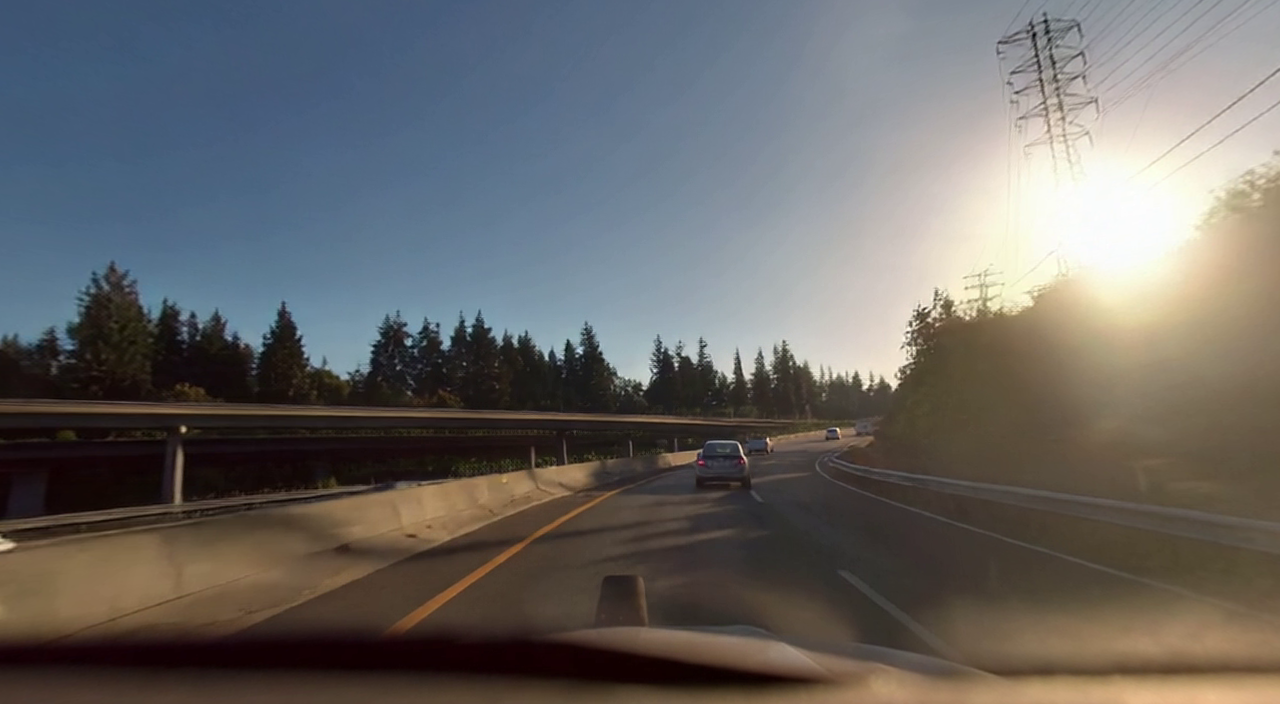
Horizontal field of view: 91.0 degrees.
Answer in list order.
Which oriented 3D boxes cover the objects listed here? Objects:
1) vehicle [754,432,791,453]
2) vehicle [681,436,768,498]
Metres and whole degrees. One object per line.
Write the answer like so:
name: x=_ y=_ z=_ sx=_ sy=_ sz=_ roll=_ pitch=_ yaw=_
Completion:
vehicle: x=9.992 y=6.800 z=47.371 sx=1.931 sy=1.485 sz=4.191 roll=-4 pitch=-9 yaw=22
vehicle: x=2.311 y=3.116 z=17.518 sx=2.091 sy=1.482 sz=4.321 roll=-1 pitch=-9 yaw=7
